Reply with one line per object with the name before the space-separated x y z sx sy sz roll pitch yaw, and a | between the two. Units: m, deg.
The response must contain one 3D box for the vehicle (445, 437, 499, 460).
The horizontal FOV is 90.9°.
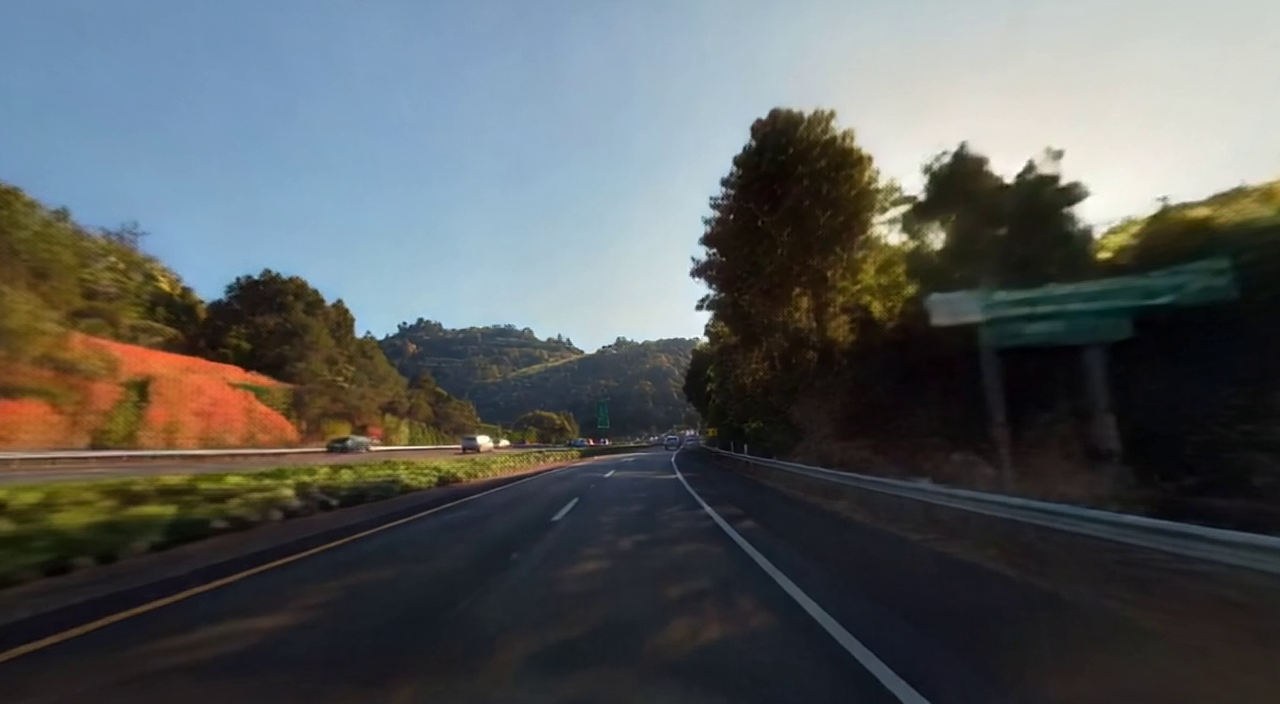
vehicle | -12.134 6.972 45.762 2.141 1.612 3.998 -2 -8 13
